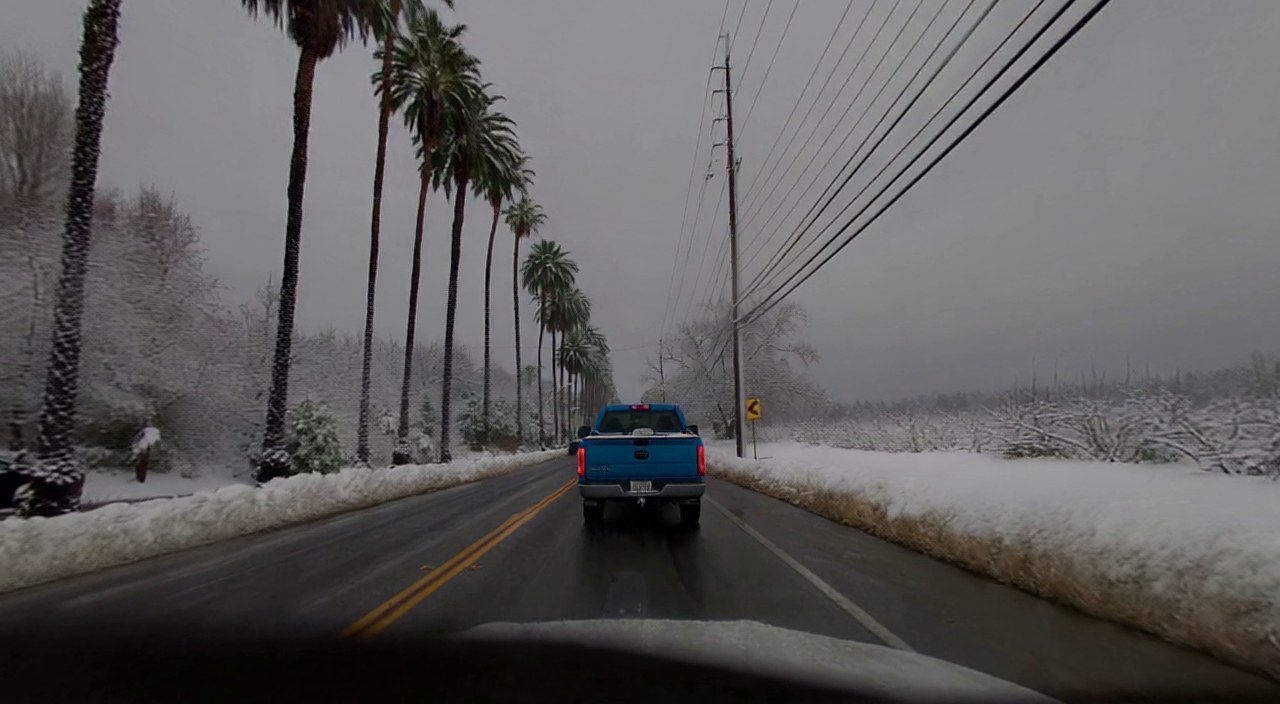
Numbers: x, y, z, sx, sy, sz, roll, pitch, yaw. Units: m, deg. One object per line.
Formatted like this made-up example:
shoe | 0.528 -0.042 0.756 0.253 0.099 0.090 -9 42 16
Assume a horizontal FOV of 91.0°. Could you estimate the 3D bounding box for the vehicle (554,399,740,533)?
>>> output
vehicle | 0.061 2.155 12.491 2.803 2.005 5.885 0 -8 -1
